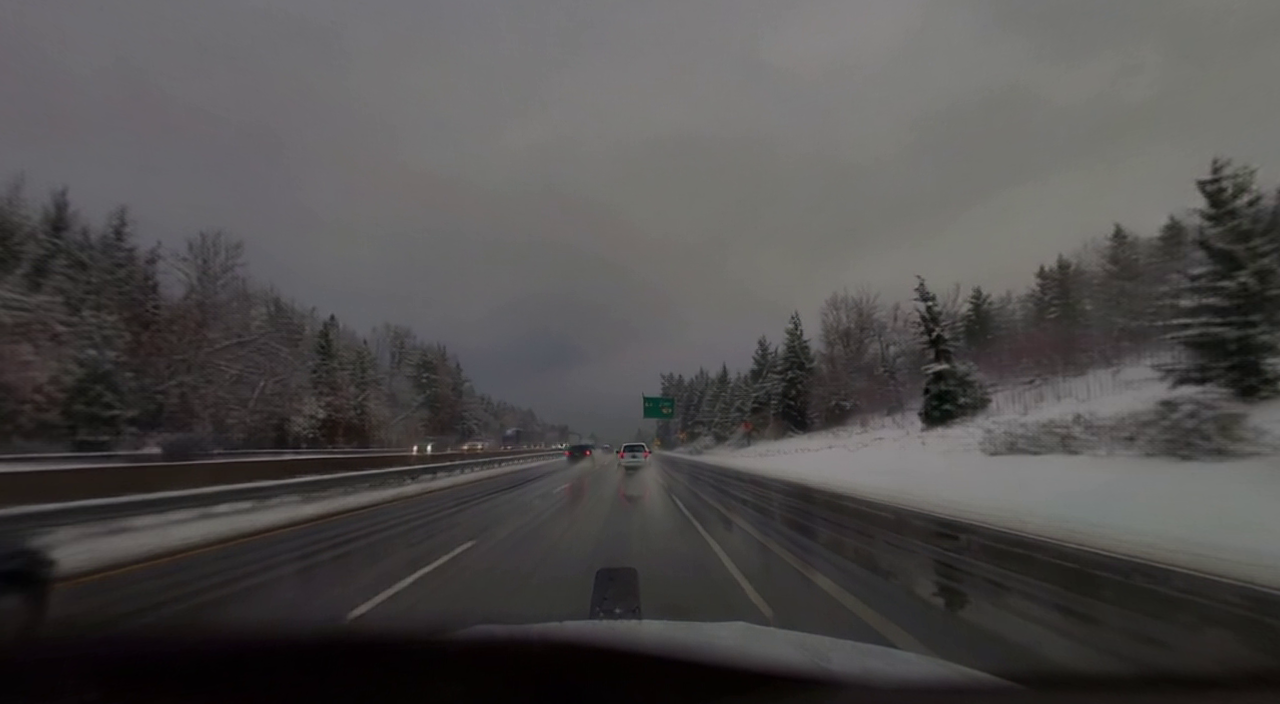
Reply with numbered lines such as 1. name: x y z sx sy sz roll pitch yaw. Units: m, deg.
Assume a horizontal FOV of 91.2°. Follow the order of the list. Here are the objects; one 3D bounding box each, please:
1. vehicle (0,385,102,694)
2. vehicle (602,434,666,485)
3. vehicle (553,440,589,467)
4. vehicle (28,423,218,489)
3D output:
1. vehicle: -4.332 0.708 1.459 1.931 1.603 4.739 -1 -9 0
2. vehicle: -0.227 3.888 22.845 2.115 1.661 4.049 0 -9 -1
3. vehicle: -4.737 7.058 43.639 1.974 1.688 4.727 0 -9 -1
4. vehicle: -13.565 2.773 16.846 1.800 1.517 4.110 0 -9 -5
